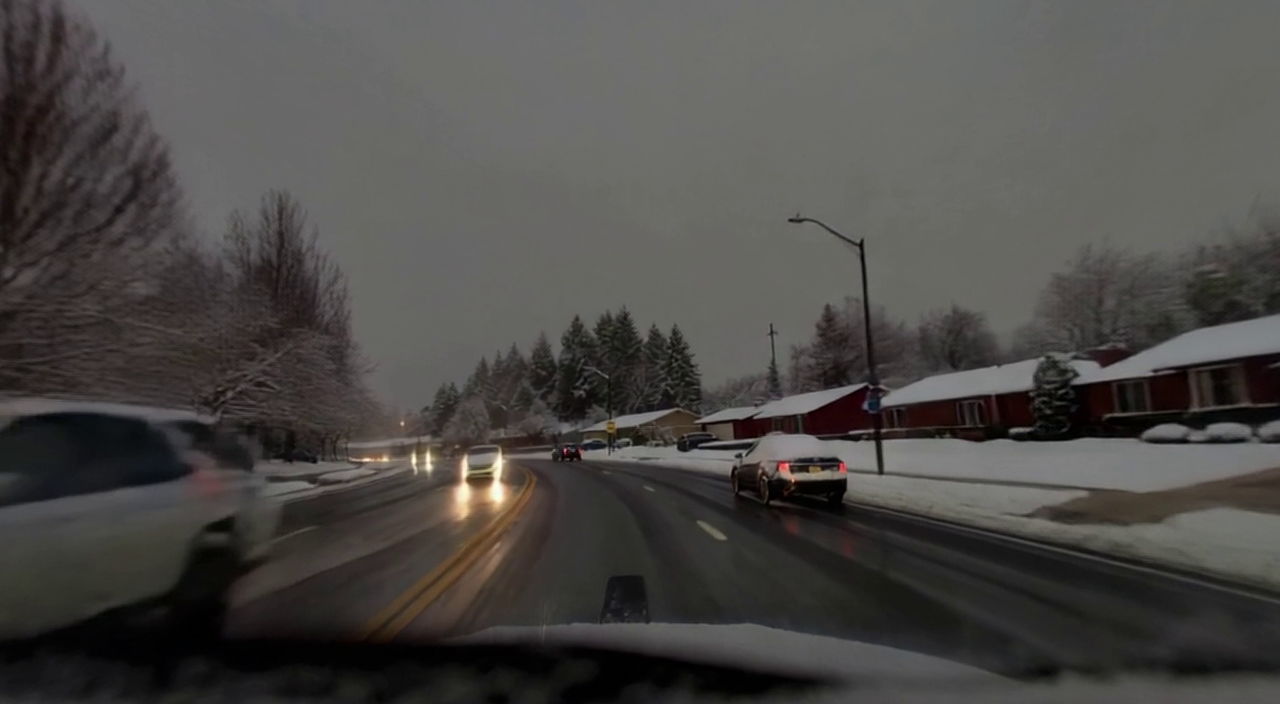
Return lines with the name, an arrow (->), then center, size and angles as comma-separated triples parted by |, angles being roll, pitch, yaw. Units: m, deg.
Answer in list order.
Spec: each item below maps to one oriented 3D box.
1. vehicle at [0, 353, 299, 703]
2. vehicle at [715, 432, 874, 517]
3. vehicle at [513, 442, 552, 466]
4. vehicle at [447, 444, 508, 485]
vehicle -> -4.217, 0.987, 3.313 | 2.316, 1.845, 4.805 | 0, -8, -3
vehicle -> 3.038, 2.509, 13.501 | 1.934, 1.506, 4.282 | 1, -8, -6
vehicle -> -7.826, 7.360, 45.638 | 2.106, 1.667, 4.367 | 3, -9, -18
vehicle -> -6.362, 4.415, 25.136 | 1.985, 1.470, 4.305 | 1, -8, -10
